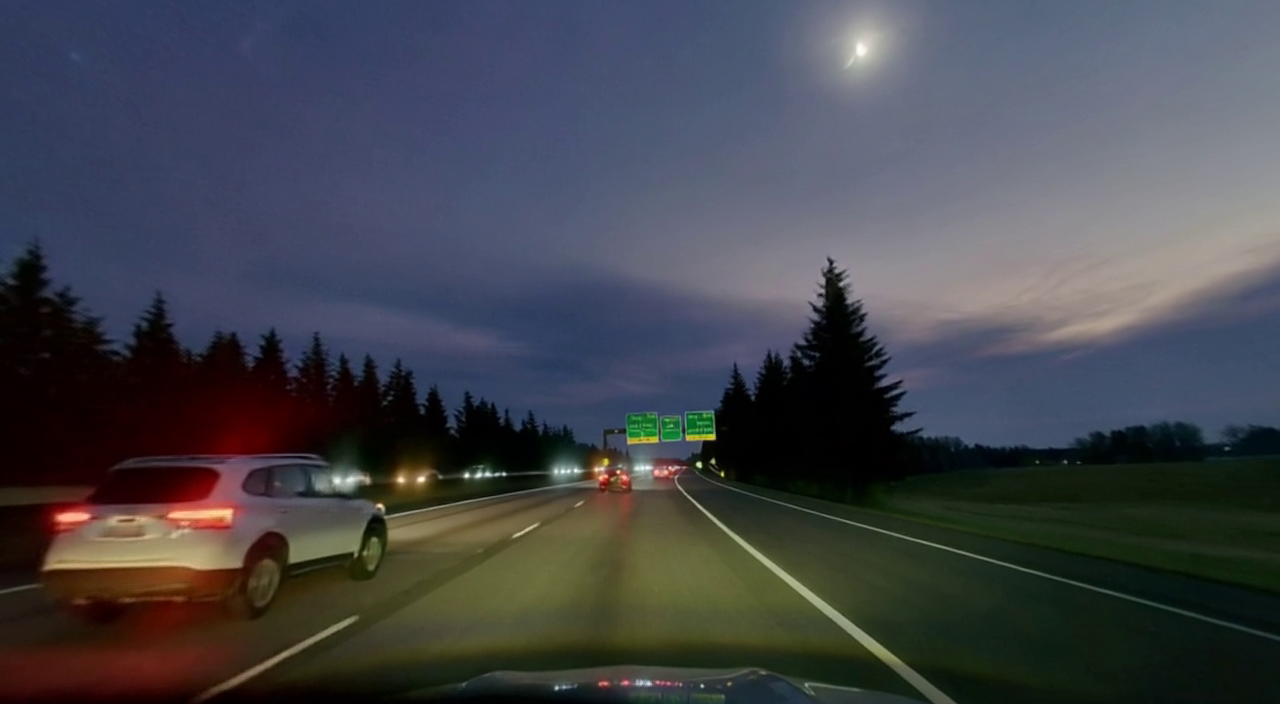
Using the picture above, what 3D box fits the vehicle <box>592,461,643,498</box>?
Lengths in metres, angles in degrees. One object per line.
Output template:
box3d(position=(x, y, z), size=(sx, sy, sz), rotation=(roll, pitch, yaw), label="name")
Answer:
box3d(position=(-0.979, 5.992, 29.769), size=(2.000, 1.594, 3.996), rotation=(1, -11, 4), label="vehicle")

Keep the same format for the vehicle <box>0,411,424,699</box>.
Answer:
box3d(position=(-3.958, 1.550, 5.936), size=(2.063, 1.556, 4.740), rotation=(1, -11, 1), label="vehicle")
